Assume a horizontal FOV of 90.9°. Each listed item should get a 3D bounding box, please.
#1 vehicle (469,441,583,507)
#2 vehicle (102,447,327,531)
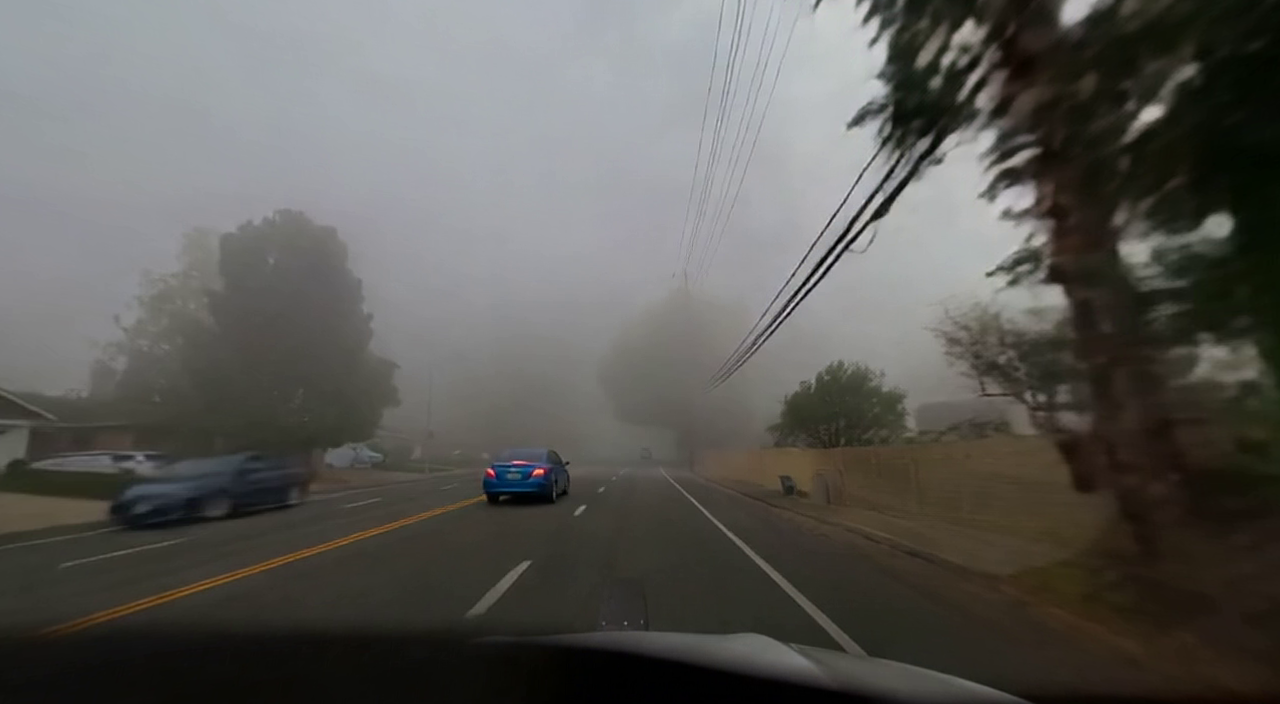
[{"bbox_3d":[-2.911,3.269,17.395,2.085,1.512,5.023,0,-9,2],"label":"vehicle"},{"bbox_3d":[-9.368,3.000,14.434,2.190,1.602,4.096,0,-9,1],"label":"vehicle"}]
